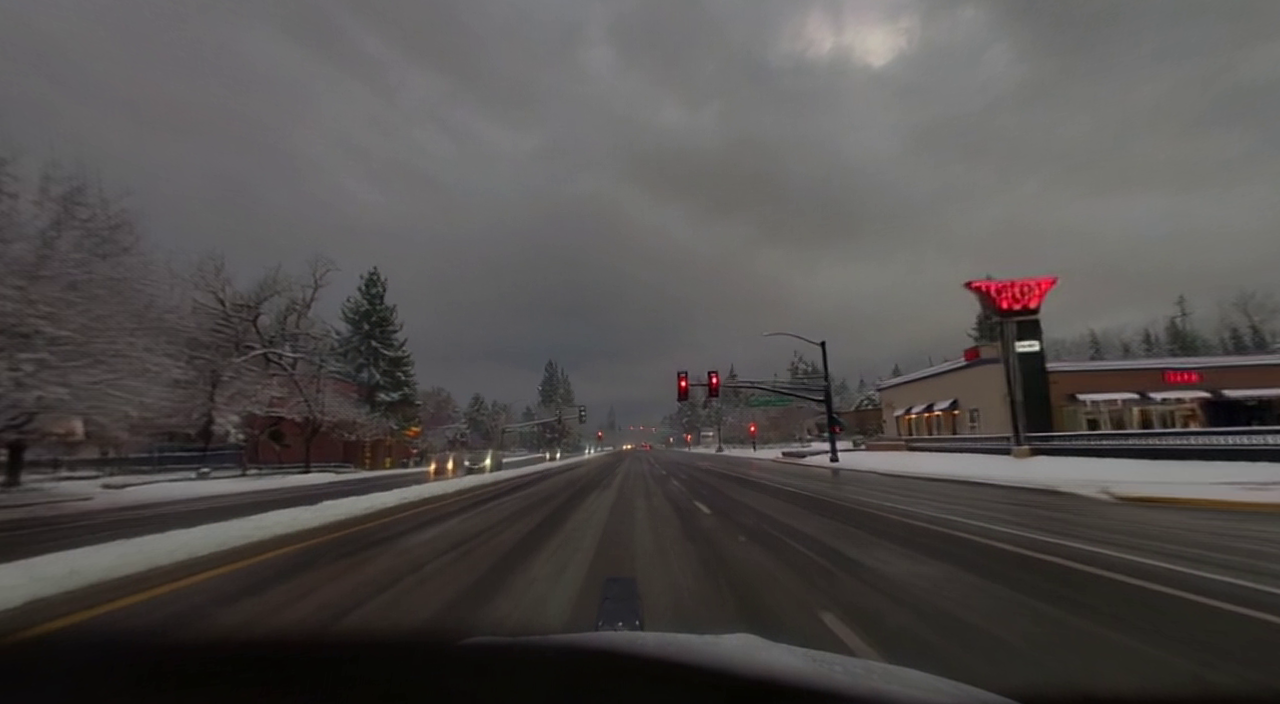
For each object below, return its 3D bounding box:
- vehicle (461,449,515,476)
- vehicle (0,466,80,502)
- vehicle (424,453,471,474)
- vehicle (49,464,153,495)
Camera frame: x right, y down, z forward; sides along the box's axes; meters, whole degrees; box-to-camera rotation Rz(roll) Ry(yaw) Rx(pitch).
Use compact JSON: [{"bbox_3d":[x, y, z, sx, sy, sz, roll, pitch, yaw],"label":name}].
[{"bbox_3d":[-8.931,6.523,37.567,2.065,1.504,4.593,0,-9,0],"label":"vehicle"},{"bbox_3d":[-28.232,5.819,27.871,4.740,1.480,1.923,3,-10,-21],"label":"vehicle"},{"bbox_3d":[-14.955,8.681,49.410,1.929,1.497,4.697,-1,-9,3],"label":"vehicle"},{"bbox_3d":[-28.704,6.793,33.787,3.753,1.432,1.665,2,-10,-19],"label":"vehicle"}]
